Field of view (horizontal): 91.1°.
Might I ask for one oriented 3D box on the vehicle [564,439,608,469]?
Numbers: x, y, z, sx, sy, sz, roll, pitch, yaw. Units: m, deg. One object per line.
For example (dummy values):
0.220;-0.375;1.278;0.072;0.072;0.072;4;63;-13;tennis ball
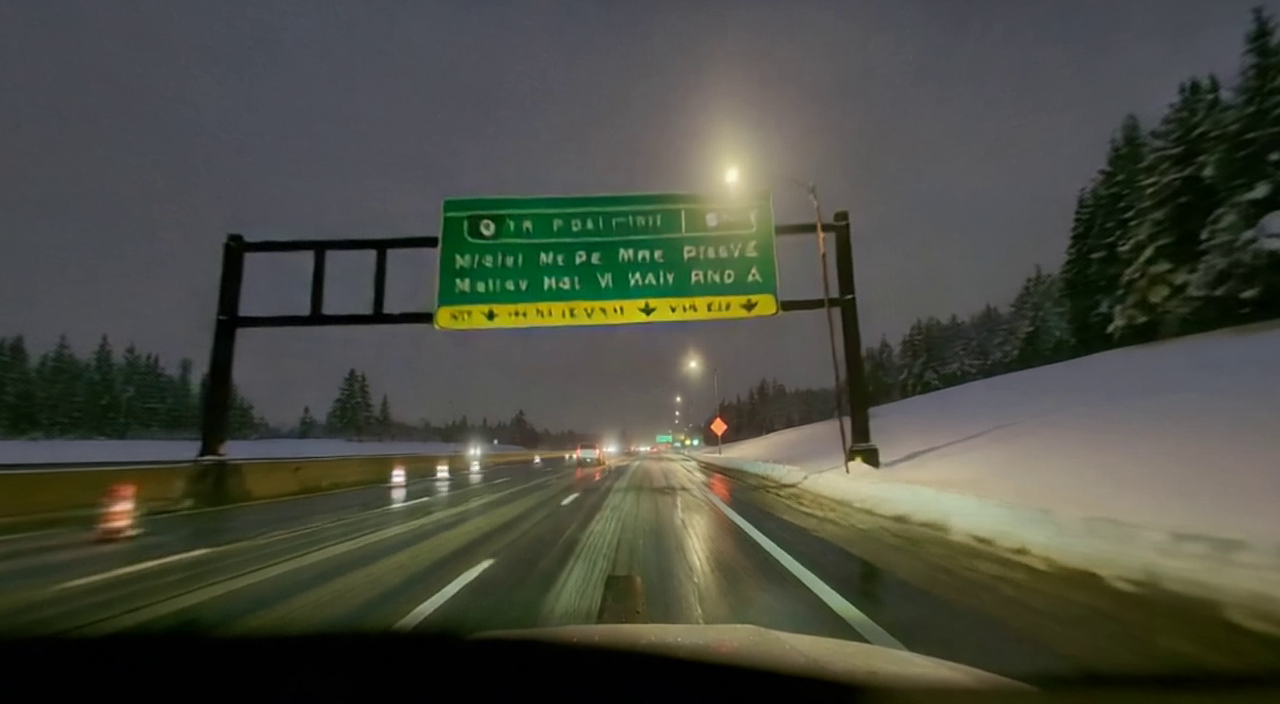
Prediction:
-3.041;5.865;36.274;2.078;1.629;4.059;0;-8;1;vehicle
